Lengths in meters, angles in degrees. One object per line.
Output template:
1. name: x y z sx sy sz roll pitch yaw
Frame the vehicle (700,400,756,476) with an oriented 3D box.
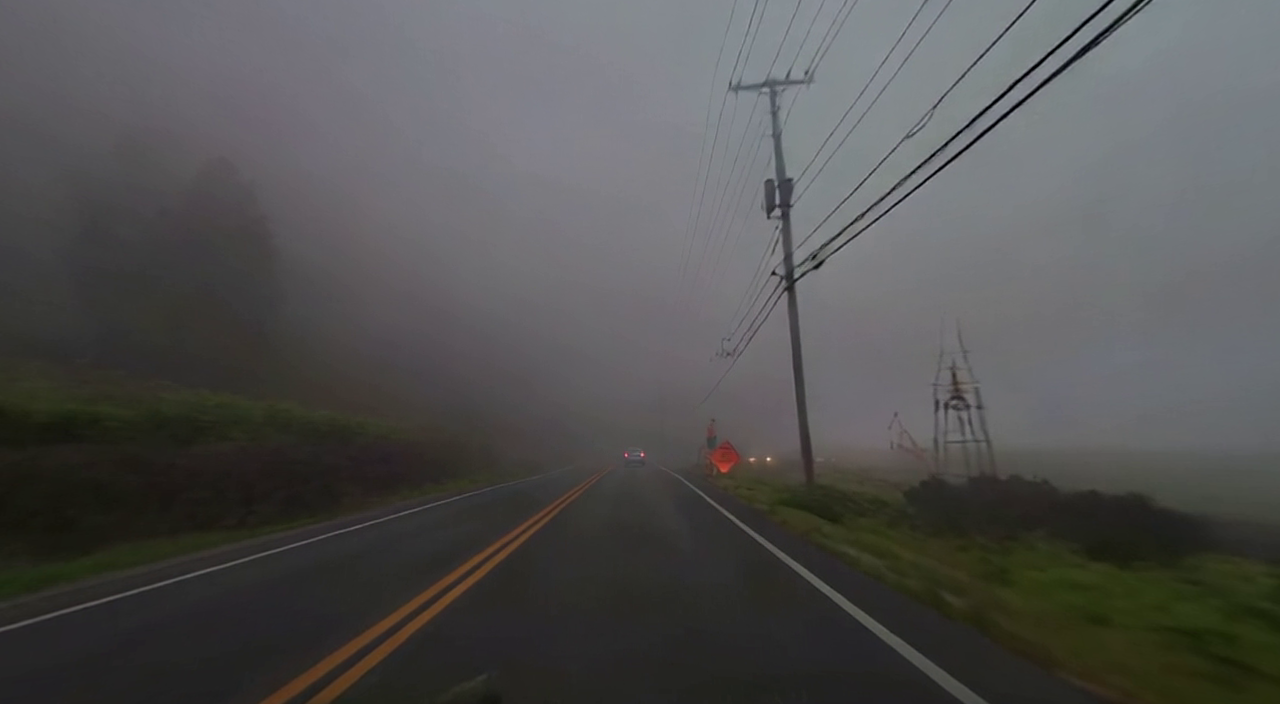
1. vehicle: 3.986 3.932 28.989 2.374 3.357 1.724 0 -9 4
